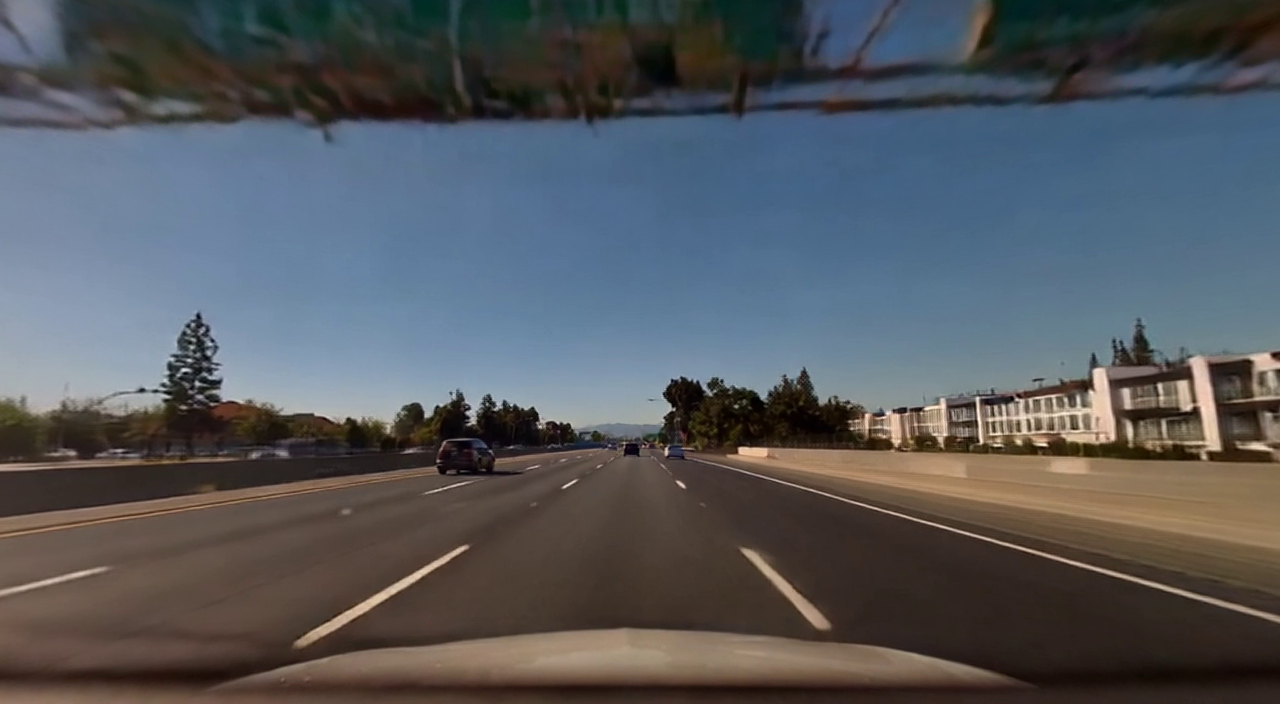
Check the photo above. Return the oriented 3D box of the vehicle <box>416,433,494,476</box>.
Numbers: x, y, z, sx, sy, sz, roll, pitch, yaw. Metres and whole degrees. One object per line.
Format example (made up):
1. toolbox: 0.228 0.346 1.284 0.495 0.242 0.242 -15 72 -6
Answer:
1. vehicle: -7.944 4.435 27.593 2.089 1.724 4.327 0 -8 0

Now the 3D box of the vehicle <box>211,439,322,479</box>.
1. vehicle: -17.858 5.095 30.587 2.080 1.716 5.312 0 -8 0
